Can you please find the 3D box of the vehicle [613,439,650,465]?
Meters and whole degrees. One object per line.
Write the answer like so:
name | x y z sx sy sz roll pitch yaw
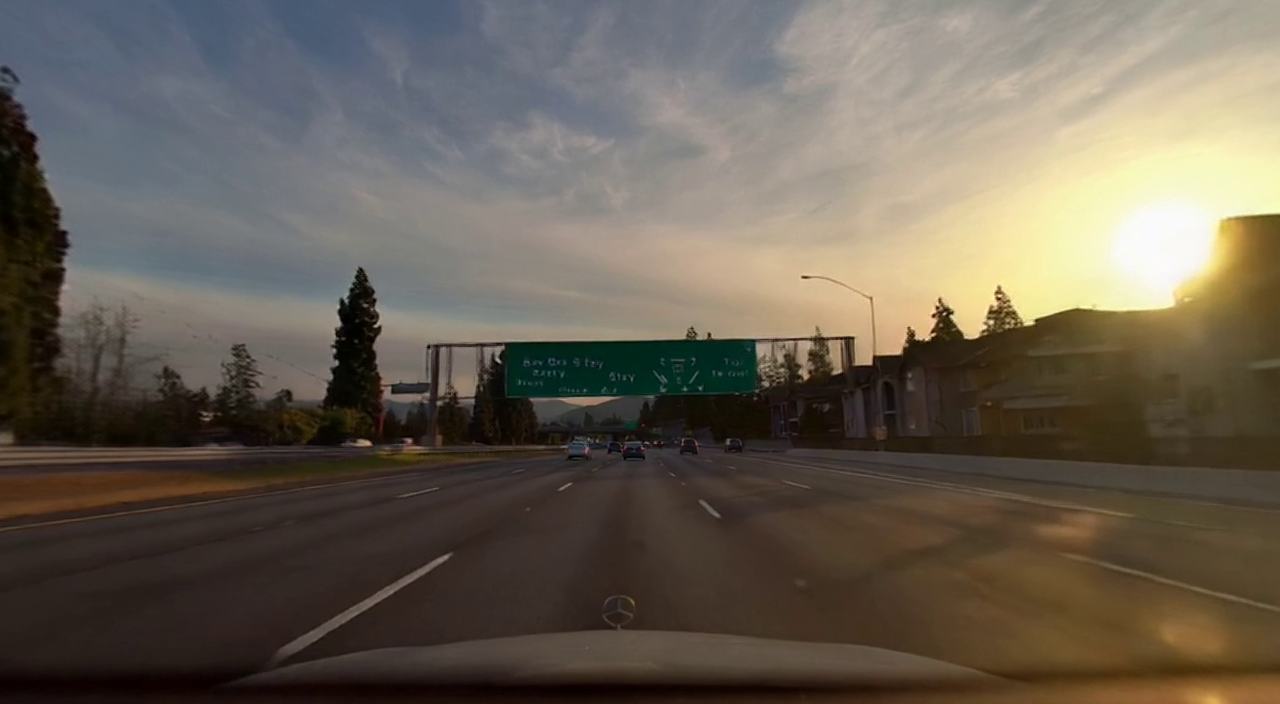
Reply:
vehicle | -0.506 6.093 38.617 2.146 1.485 4.332 0 -8 -1

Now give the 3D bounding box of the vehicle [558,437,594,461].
vehicle | -4.741 7.298 47.754 2.260 1.706 4.177 0 -8 0

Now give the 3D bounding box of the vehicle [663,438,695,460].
vehicle | 2.869 7.319 47.858 2.084 1.624 3.935 0 -8 -1
